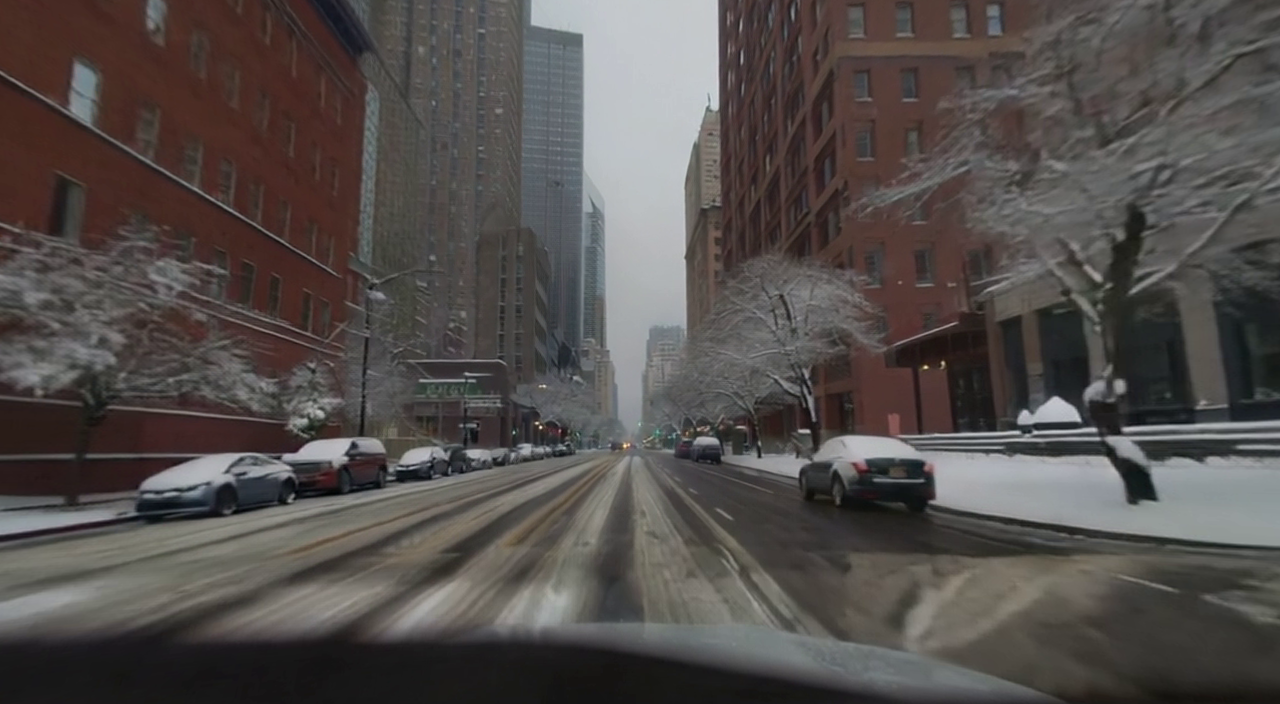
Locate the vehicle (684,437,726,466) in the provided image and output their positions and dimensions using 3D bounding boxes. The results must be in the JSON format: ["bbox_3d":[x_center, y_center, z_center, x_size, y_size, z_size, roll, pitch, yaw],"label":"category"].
[{"bbox_3d":[4.428,6.920,44.081,2.237,1.908,5.320,0,-8,-1],"label":"vehicle"}]

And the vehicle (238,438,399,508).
[{"bbox_3d":[-10.995,4.158,22.403,2.574,1.922,6.292,-4,-8,-2],"label":"vehicle"}]

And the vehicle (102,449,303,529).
[{"bbox_3d":[-11.126,3.450,16.624,1.992,1.629,4.773,-4,-8,-1],"label":"vehicle"}]

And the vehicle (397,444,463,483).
[{"bbox_3d":[-11.470,6.072,34.907,1.970,1.828,5.519,-3,-8,-3],"label":"vehicle"}]

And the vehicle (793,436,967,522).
[{"bbox_3d":[4.844,2.608,13.594,1.929,1.522,4.543,0,-8,0],"label":"vehicle"}]
